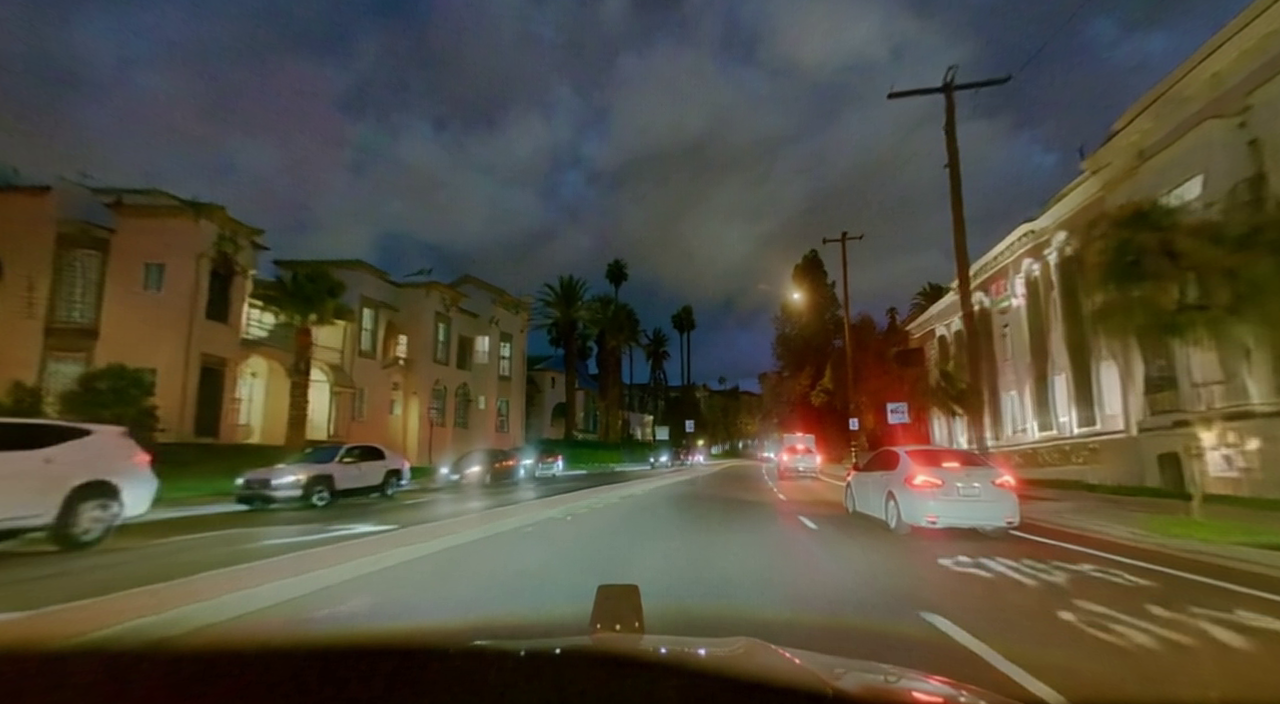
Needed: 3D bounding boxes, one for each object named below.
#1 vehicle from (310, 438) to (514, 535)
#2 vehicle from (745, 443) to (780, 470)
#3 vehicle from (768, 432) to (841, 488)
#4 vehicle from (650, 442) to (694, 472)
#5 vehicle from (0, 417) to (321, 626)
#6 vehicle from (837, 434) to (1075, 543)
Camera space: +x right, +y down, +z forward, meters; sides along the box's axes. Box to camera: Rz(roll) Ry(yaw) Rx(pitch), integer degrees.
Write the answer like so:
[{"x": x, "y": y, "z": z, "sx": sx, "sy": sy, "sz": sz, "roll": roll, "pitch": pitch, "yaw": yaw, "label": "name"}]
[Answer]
[{"x": -4.545, "y": 2.712, "z": 13.529, "sx": 2.081, "sy": 1.453, "sz": 4.698, "roll": -4, "pitch": -6, "yaw": 9, "label": "vehicle"}, {"x": 7.804, "y": 6.601, "z": 40.031, "sx": 1.923, "sy": 1.576, "sz": 4.026, "roll": -2, "pitch": -9, "yaw": 13, "label": "vehicle"}, {"x": 6.410, "y": 4.244, "z": 25.194, "sx": 2.109, "sy": 2.002, "sz": 4.424, "roll": -1, "pitch": -9, "yaw": 6, "label": "vehicle"}, {"x": 2.470, "y": 7.852, "z": 47.544, "sx": 2.069, "sy": 1.820, "sz": 4.388, "roll": -6, "pitch": -7, "yaw": 19, "label": "vehicle"}, {"x": -5.355, "y": 1.486, "z": 6.158, "sx": 1.852, "sy": 1.498, "sz": 4.238, "roll": -4, "pitch": -8, "yaw": 9, "label": "vehicle"}, {"x": 5.284, "y": 2.326, "z": 11.467, "sx": 2.096, "sy": 1.552, "sz": 4.519, "roll": 0, "pitch": -9, "yaw": 2, "label": "vehicle"}]
